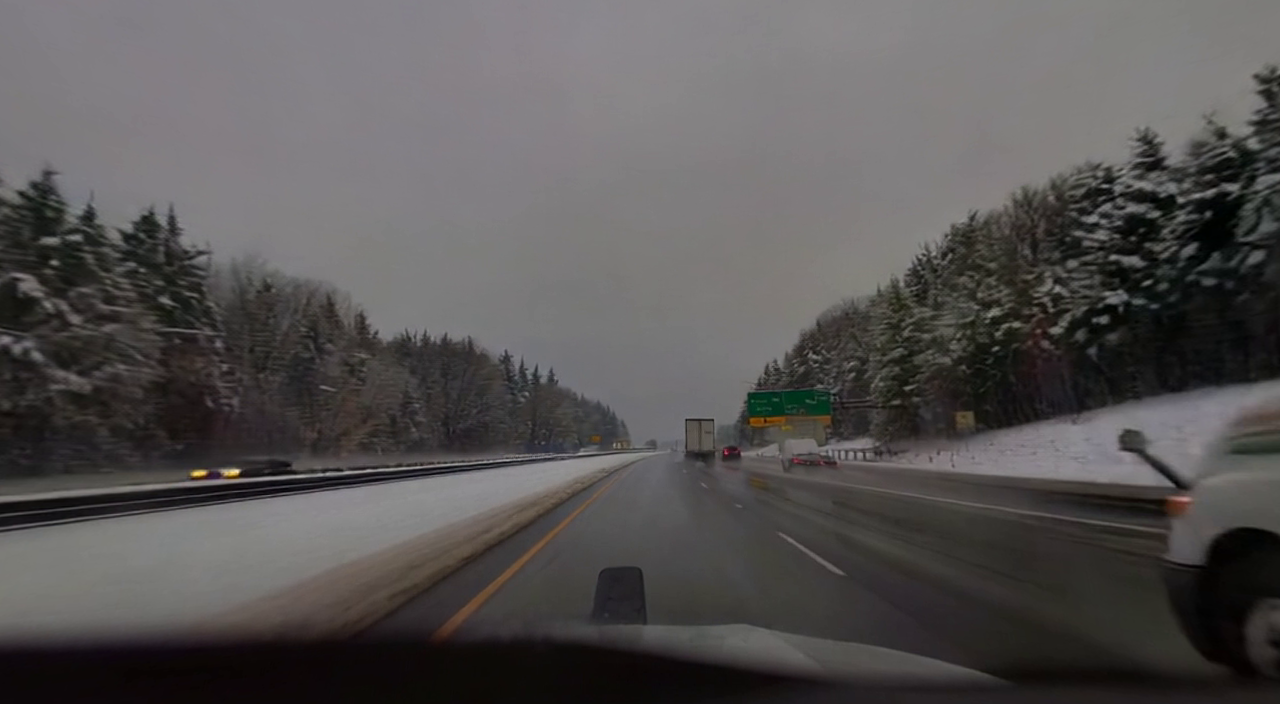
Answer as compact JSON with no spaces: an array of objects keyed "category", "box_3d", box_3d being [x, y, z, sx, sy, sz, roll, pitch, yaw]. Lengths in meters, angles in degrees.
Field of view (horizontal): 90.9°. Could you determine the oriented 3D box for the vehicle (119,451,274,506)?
[{"category":"vehicle","box_3d":[-13.644,3.868,19.726,1.932,1.522,4.001,0,-9,0]}]
